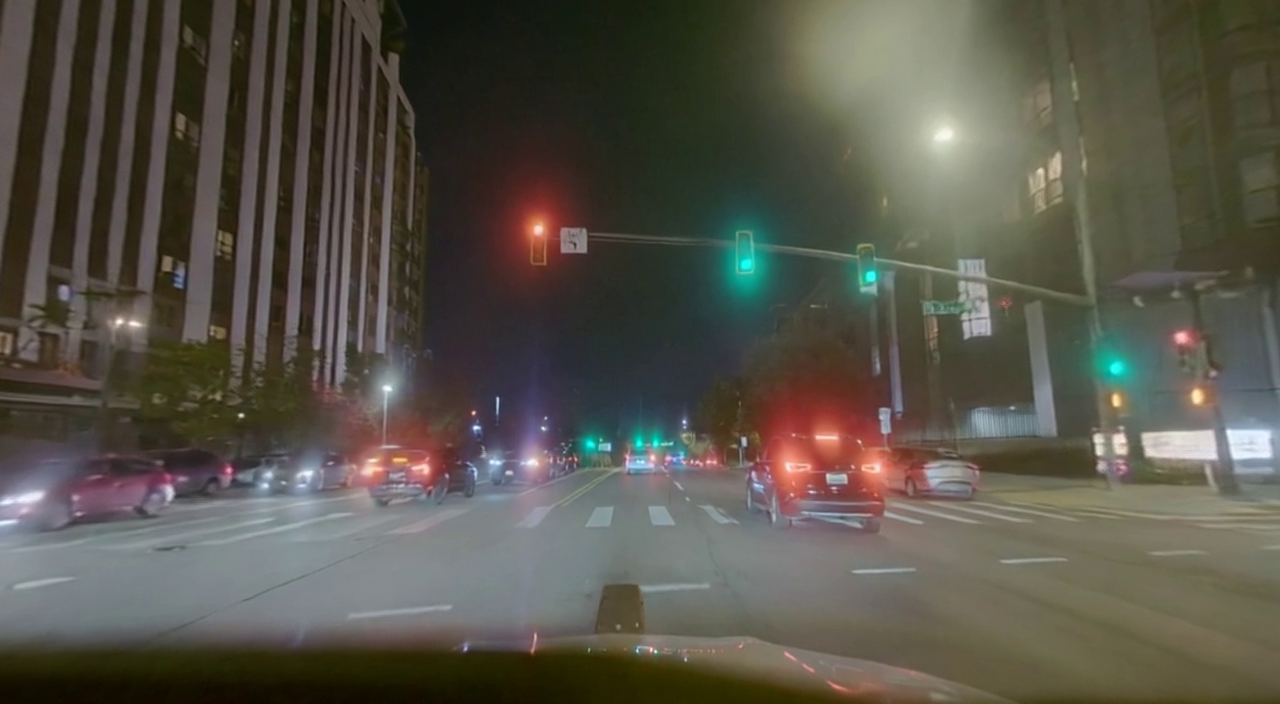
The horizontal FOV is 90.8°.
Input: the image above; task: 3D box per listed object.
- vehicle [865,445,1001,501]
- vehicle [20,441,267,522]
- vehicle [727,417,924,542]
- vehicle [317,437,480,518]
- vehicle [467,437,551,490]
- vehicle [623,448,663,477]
[{"bbox_3d":[9.108,3.784,20.247,1.962,1.542,4.999,0,-9,0],"label":"vehicle"},{"bbox_3d":[-11.730,3.051,15.570,2.001,1.638,4.980,0,-9,1],"label":"vehicle"},{"bbox_3d":[3.124,2.275,11.937,2.129,1.844,4.767,0,-9,-2],"label":"vehicle"},{"bbox_3d":[-5.520,2.941,15.269,2.062,1.532,4.830,-2,-9,0],"label":"vehicle"},{"bbox_3d":[-4.955,4.298,24.760,2.275,1.816,4.923,0,-9,0],"label":"vehicle"},{"bbox_3d":[0.126,6.054,34.937,2.059,1.492,4.033,0,-9,-1],"label":"vehicle"}]
